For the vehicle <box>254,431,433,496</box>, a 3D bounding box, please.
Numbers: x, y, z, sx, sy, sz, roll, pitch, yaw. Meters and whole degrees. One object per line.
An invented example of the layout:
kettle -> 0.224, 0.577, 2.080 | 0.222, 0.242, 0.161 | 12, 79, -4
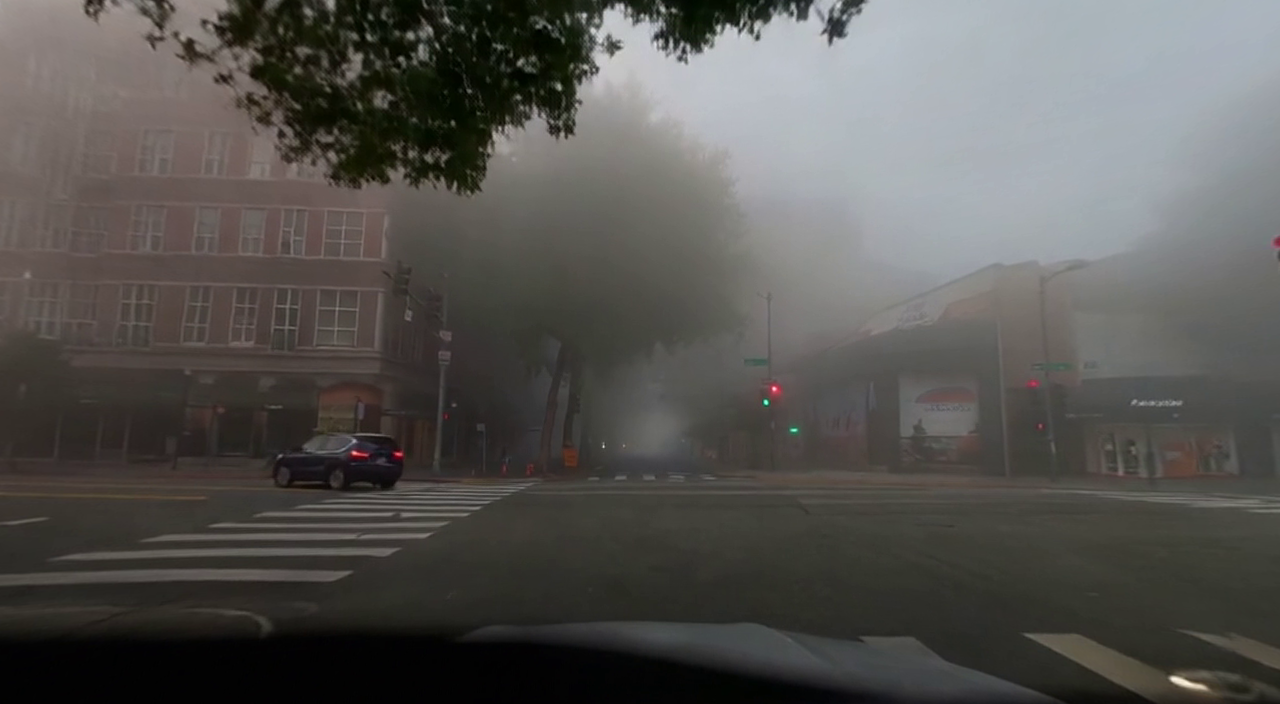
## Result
vehicle -> -7.821, 2.865, 16.577 | 4.459, 1.482, 2.106 | -6, -10, 32
